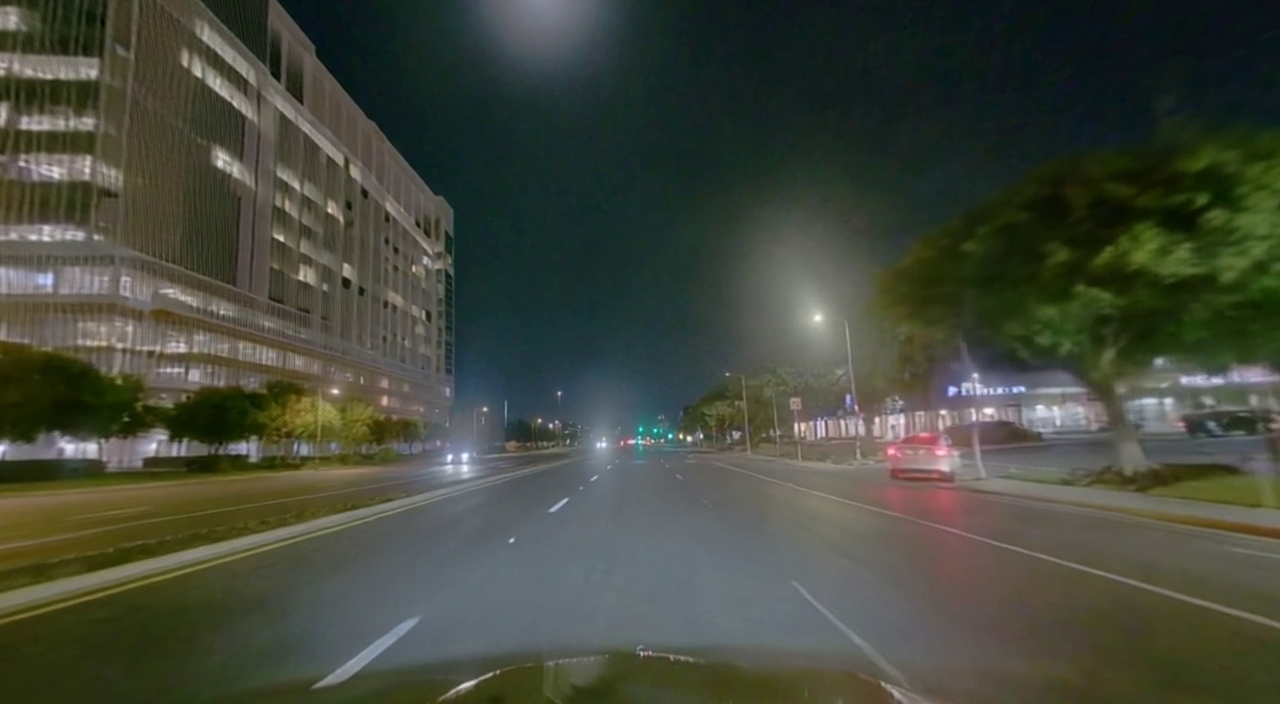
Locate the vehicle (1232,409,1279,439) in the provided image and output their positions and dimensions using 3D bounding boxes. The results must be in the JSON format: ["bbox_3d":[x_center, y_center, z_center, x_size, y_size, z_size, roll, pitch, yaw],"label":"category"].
[{"bbox_3d":[33.597,3.876,33.341,1.916,1.491,4.491,-4,-9,28],"label":"vehicle"}]

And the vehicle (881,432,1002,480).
[{"bbox_3d":[11.829,4.000,24.507,5.061,1.696,2.129,6,-10,-37],"label":"vehicle"}]

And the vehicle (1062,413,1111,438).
[{"bbox_3d":[28.368,4.716,39.998,1.797,1.498,4.412,-3,-9,26],"label":"vehicle"}]

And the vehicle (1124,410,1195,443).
[{"bbox_3d":[27.953,4.089,33.941,2.042,1.690,4.562,-5,-9,29],"label":"vehicle"}]
